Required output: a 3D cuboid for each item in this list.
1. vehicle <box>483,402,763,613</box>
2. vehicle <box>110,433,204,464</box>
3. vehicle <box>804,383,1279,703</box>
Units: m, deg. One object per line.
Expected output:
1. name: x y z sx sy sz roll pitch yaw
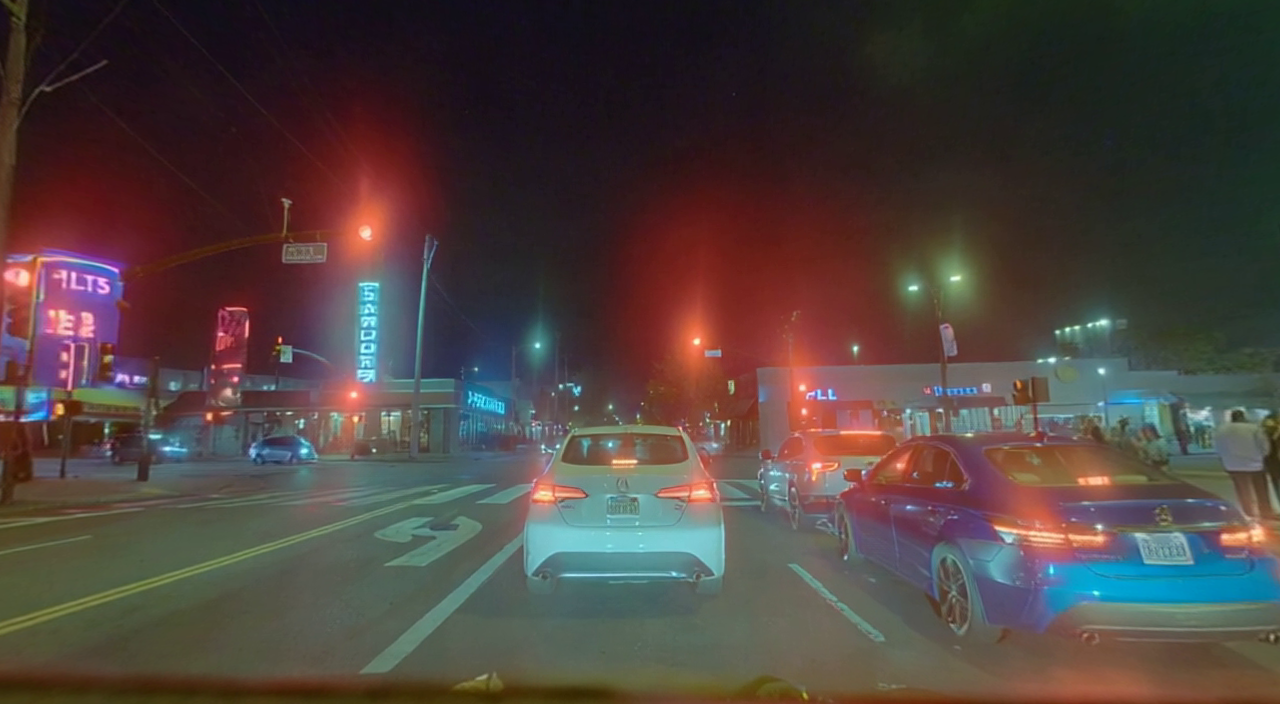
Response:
1. vehicle: -0.124 1.533 7.233 2.123 1.589 4.702 0 -8 0
2. vehicle: -26.268 5.248 34.382 4.253 1.570 2.132 -4 -9 23
3. vehicle: 3.039 1.306 5.441 1.983 1.654 4.354 0 -8 -1
